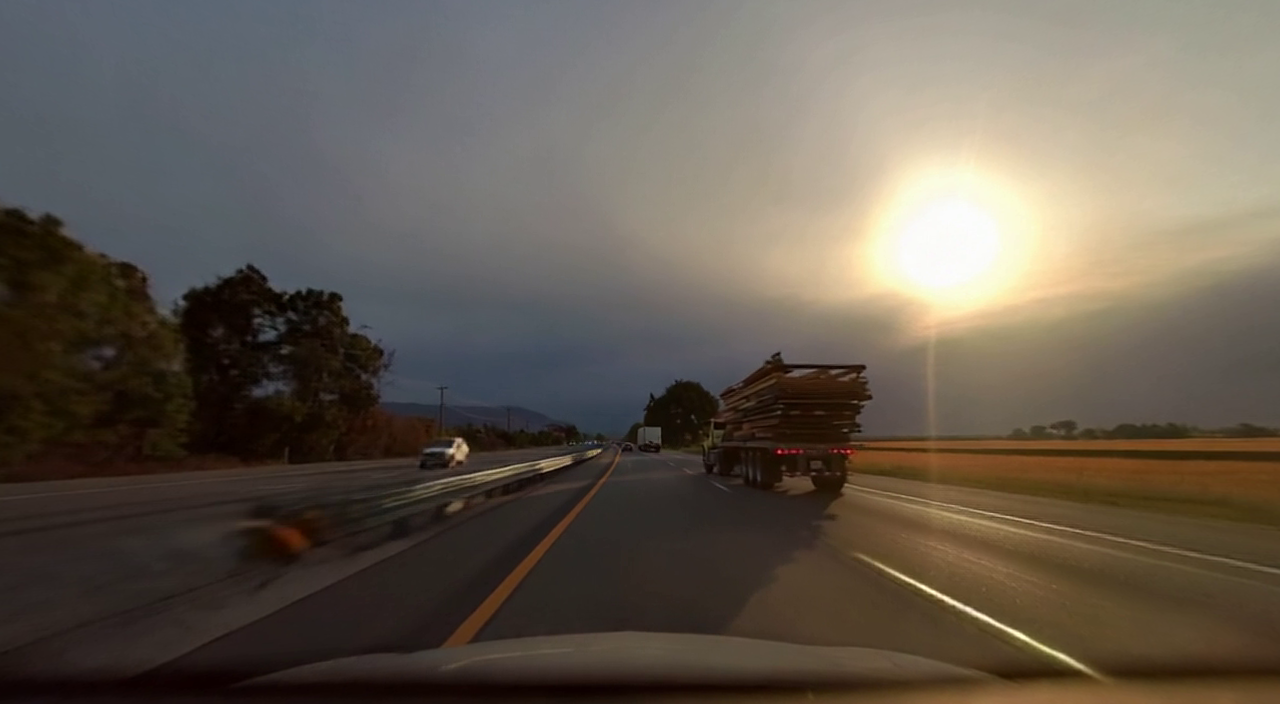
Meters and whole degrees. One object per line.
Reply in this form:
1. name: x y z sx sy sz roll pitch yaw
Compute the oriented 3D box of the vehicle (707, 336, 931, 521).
1. vehicle: 4.793 2.784 22.226 3.023 4.054 16.882 0 -8 0
